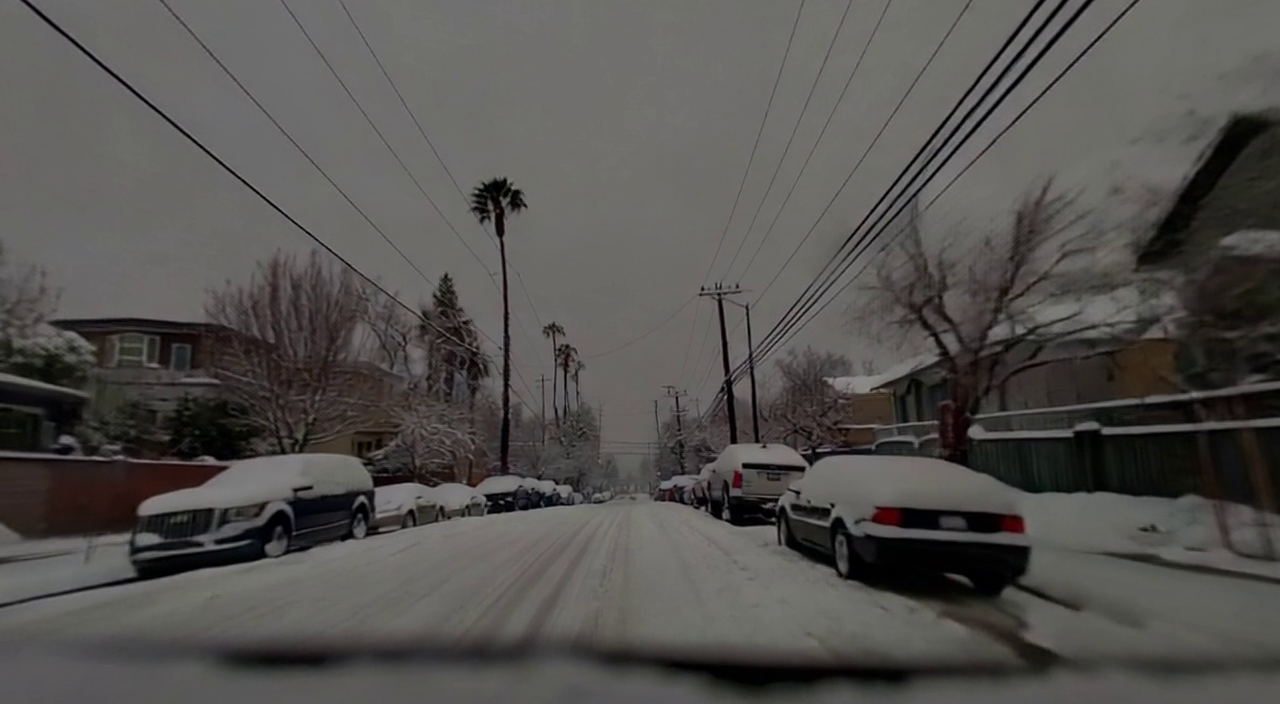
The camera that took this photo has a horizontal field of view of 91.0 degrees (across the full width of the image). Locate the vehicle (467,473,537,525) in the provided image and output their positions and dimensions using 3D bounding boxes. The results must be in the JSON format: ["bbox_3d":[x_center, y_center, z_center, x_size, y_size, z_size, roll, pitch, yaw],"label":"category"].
[{"bbox_3d":[-6.214,6.665,28.991,2.349,1.952,4.848,0,-8,-3],"label":"vehicle"}]

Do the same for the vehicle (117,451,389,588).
[{"bbox_3d":[-6.506,2.773,11.531,1.933,1.824,5.142,0,-8,-3],"label":"vehicle"}]

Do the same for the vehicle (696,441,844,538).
[{"bbox_3d":[2.948,3.269,16.059,2.268,1.953,6.124,0,-8,-2],"label":"vehicle"}]

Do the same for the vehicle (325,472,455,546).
[{"bbox_3d":[-6.562,4.131,17.107,1.841,1.491,4.525,0,-8,-2],"label":"vehicle"}]

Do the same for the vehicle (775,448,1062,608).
[{"bbox_3d":[3.062,1.962,7.962,1.756,1.455,3.965,0,-8,-1],"label":"vehicle"}]

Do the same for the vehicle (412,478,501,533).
[{"bbox_3d":[-6.356,5.340,22.359,1.874,1.449,4.622,0,-8,-2],"label":"vehicle"}]
